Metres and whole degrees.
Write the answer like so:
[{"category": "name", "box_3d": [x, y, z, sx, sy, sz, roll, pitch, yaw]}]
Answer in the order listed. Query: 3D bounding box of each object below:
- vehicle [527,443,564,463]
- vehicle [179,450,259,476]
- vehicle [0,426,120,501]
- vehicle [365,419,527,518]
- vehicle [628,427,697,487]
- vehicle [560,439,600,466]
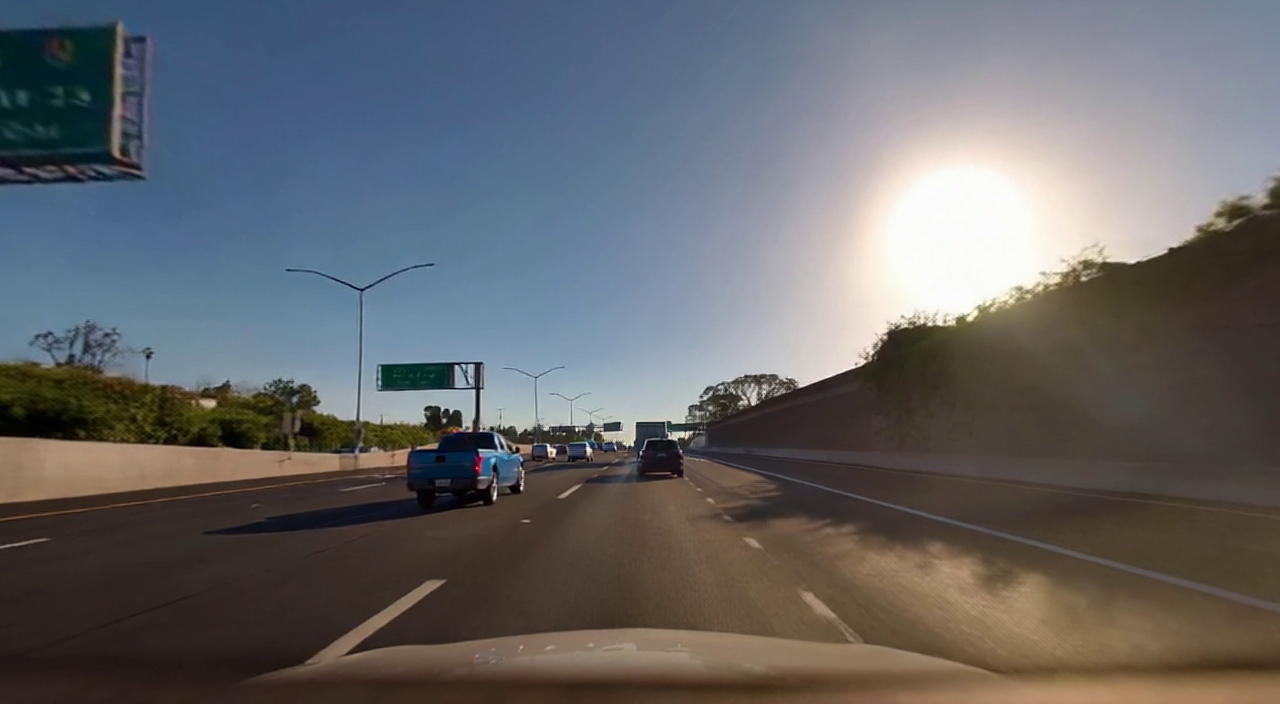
[{"category": "vehicle", "box_3d": [-7.265, 7.872, 49.108, 2.081, 1.463, 4.749, 0, -8, 1]}, {"category": "vehicle", "box_3d": [-24.491, 6.454, 36.863, 1.907, 1.430, 3.878, 0, -8, 2]}, {"category": "vehicle", "box_3d": [-16.213, 2.768, 15.755, 2.058, 1.758, 4.937, -1, -8, 3]}, {"category": "vehicle", "box_3d": [-4.021, 2.526, 14.190, 1.954, 1.792, 5.187, 0, -9, 0]}, {"category": "vehicle", "box_3d": [0.699, 3.526, 21.528, 2.083, 1.792, 4.782, 0, -9, 0]}, {"category": "vehicle", "box_3d": [-3.735, 6.396, 40.109, 1.961, 1.591, 4.756, 0, -8, 1]}]
